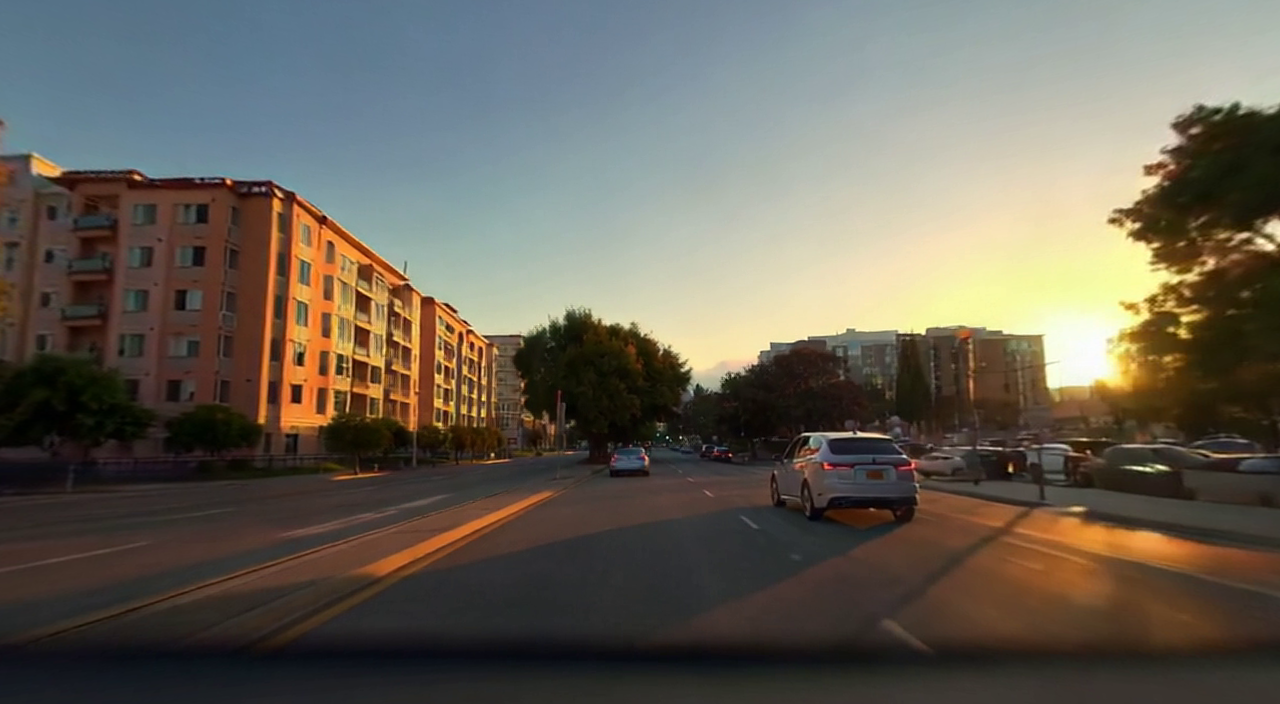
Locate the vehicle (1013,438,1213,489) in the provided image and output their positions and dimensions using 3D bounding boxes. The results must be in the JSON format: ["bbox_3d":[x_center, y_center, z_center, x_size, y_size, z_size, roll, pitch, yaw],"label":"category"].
[{"bbox_3d":[14.551,3.426,19.640,4.607,1.466,2.053,0,-9,-3],"label":"vehicle"}]

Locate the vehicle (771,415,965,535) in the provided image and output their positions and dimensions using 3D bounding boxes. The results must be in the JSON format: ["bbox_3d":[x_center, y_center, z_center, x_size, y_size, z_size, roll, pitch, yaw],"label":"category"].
[{"bbox_3d":[3.744,2.099,11.289,1.949,1.723,4.020,0,-9,0],"label":"vehicle"}]

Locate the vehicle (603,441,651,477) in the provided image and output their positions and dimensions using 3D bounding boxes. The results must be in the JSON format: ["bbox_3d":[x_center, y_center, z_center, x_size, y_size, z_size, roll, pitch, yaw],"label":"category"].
[{"bbox_3d":[-0.530,4.728,28.178,2.006,1.487,3.535,0,-9,1],"label":"vehicle"}]
